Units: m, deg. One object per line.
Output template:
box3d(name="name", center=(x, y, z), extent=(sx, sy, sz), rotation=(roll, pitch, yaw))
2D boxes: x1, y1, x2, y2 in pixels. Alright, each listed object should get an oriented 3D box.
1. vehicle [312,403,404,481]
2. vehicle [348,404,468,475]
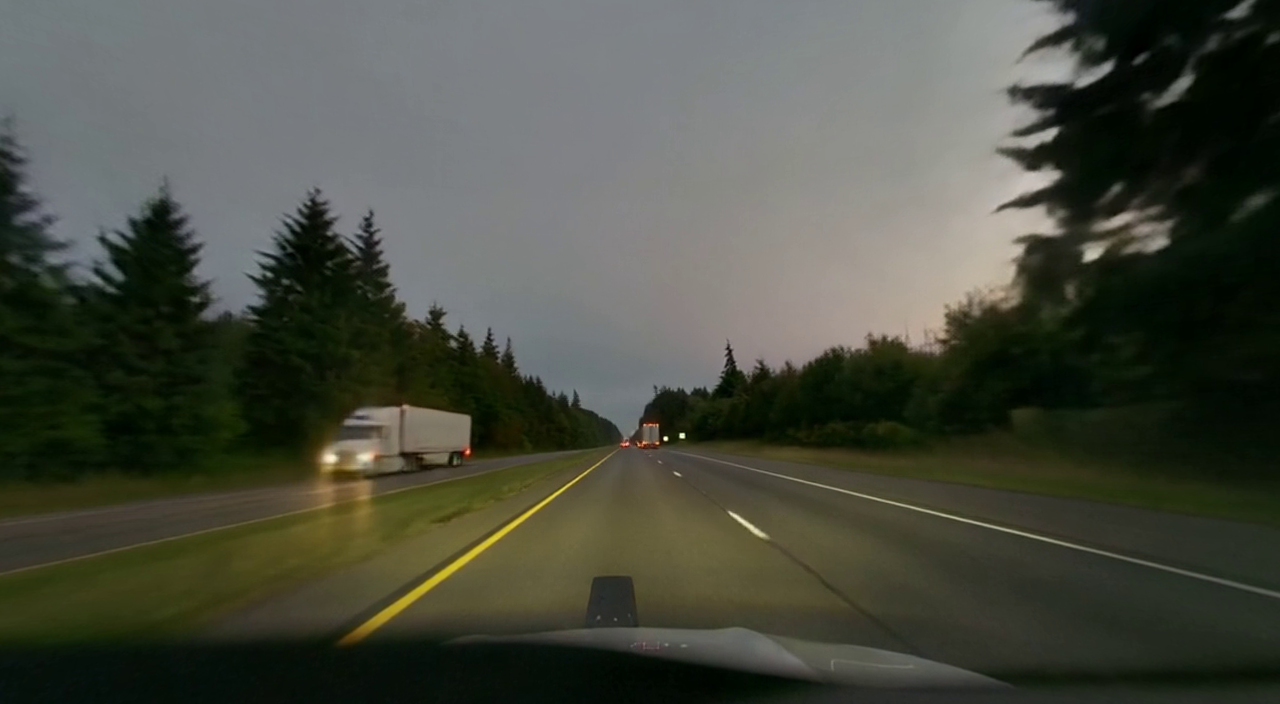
box3d(name="vehicle", center=(-14.008, 4.479, 31.578), extent=(2.988, 3.641, 3.403), rotation=(0, -8, -1))
box3d(name="vehicle", center=(-14.148, 5.576, 40.146), extent=(2.908, 3.776, 13.054), rotation=(0, -8, -1))
